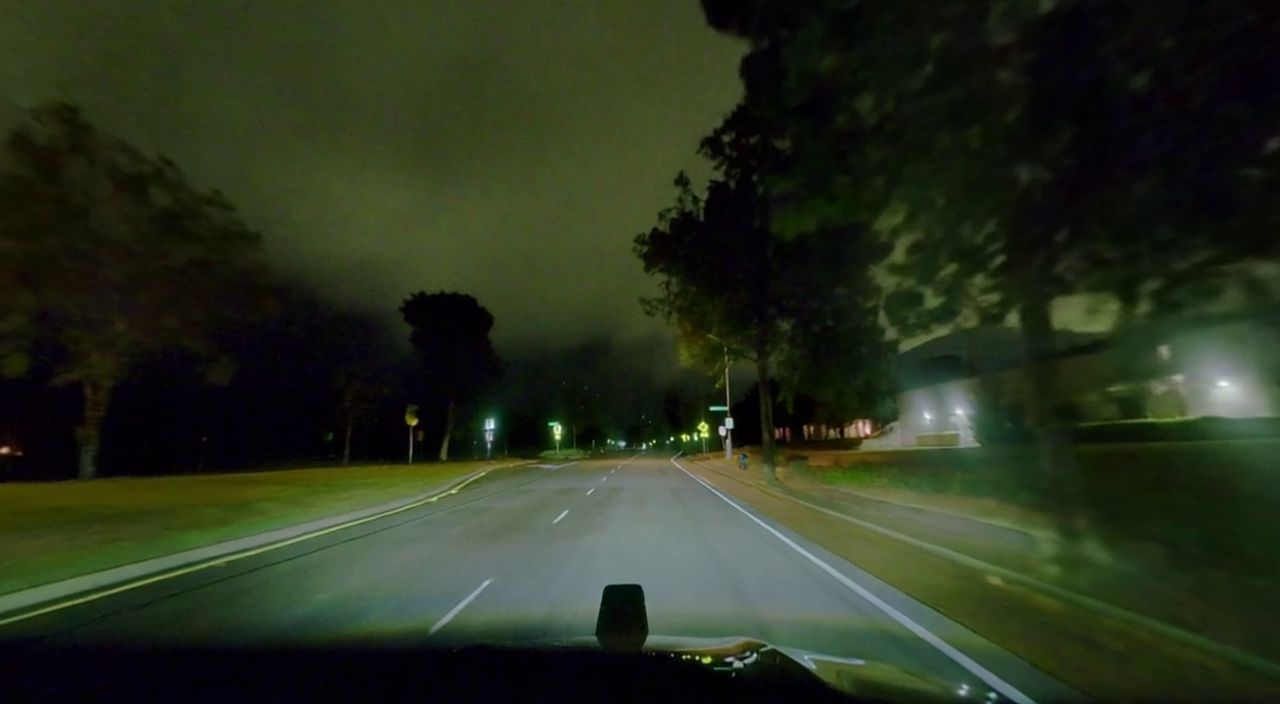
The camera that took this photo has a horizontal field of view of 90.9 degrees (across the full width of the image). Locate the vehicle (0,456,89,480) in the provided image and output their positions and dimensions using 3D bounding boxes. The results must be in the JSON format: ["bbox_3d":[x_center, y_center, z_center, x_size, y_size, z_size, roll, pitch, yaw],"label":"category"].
[{"bbox_3d":[-43.182,8.224,44.969,2.138,1.434,5.611,1,-8,8],"label":"vehicle"}]
